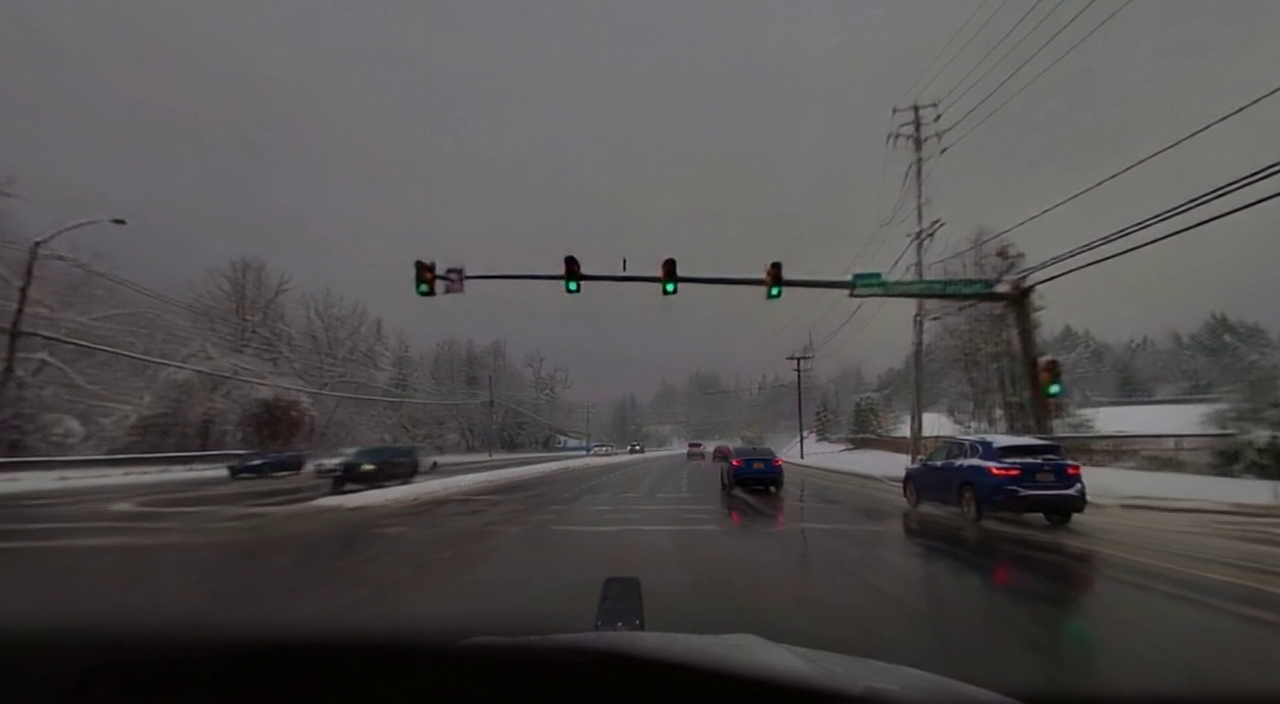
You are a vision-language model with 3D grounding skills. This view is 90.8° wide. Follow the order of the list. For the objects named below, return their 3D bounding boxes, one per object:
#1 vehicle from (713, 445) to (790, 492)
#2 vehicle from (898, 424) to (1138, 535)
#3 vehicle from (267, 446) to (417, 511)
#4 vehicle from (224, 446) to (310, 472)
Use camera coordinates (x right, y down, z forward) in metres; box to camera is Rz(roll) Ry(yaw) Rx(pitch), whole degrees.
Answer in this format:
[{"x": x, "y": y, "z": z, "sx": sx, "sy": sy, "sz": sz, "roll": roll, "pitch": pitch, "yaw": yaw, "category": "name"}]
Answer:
[{"x": 3.818, "y": 4.050, "z": 22.385, "sx": 2.035, "sy": 1.460, "sz": 4.392, "roll": 0, "pitch": -9, "yaw": 2, "category": "vehicle"}, {"x": 7.080, "y": 2.424, "z": 12.566, "sx": 2.029, "sy": 1.795, "sz": 4.371, "roll": 0, "pitch": -9, "yaw": 0, "category": "vehicle"}, {"x": -8.611, "y": 3.652, "z": 18.887, "sx": 1.933, "sy": 1.502, "sz": 4.946, "roll": 3, "pitch": -8, "yaw": 2, "category": "vehicle"}, {"x": -23.057, "y": 6.610, "z": 39.306, "sx": 2.125, "sy": 1.493, "sz": 4.547, "roll": -2, "pitch": -9, "yaw": 9, "category": "vehicle"}]
